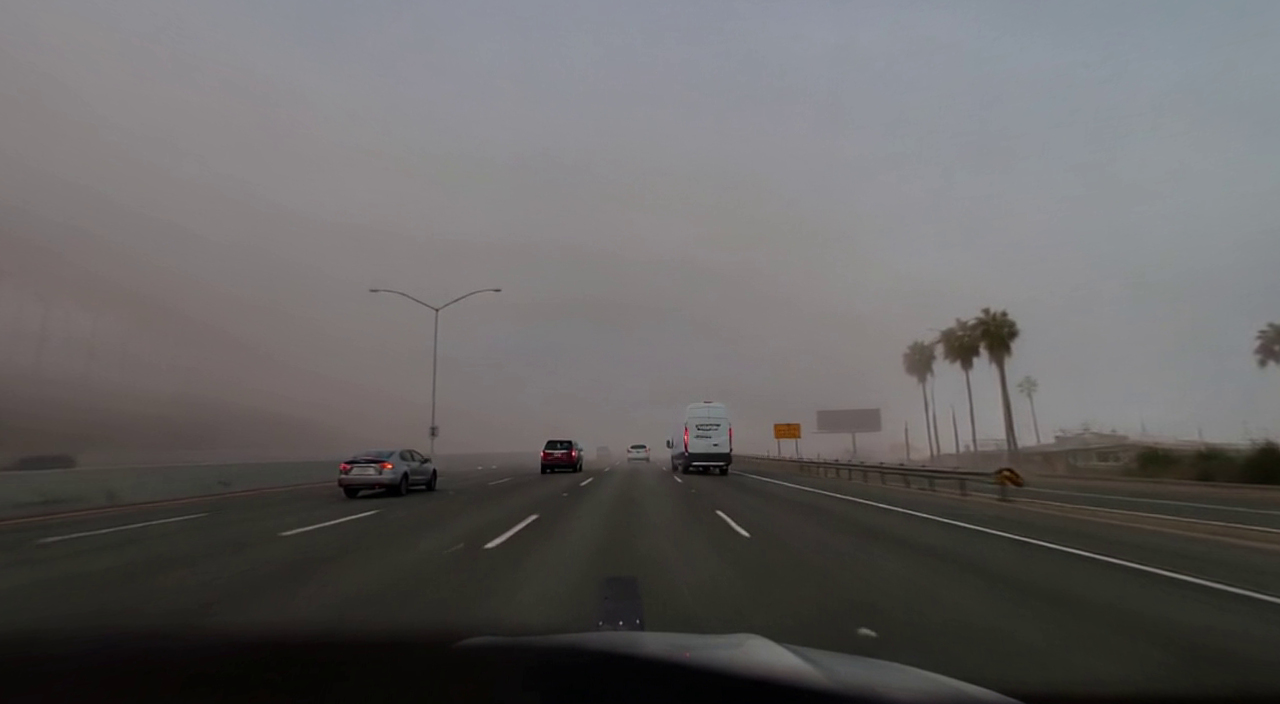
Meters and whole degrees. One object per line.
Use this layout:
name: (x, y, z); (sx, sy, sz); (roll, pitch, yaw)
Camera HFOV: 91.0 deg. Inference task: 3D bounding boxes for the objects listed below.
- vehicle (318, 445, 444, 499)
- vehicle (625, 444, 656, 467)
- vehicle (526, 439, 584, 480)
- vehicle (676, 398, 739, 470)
vehicle: (-7.909, 3.685, 19.758); (2.050, 1.487, 4.372); (0, -9, 0)
vehicle: (0.023, 7.120, 43.423); (2.085, 1.507, 4.096); (0, -9, 0)
vehicle: (-3.737, 4.800, 28.424); (2.017, 1.683, 4.094); (0, -9, 1)
vehicle: (3.975, 5.164, 39.155); (3.086, 3.984, 8.371); (0, -9, 1)
